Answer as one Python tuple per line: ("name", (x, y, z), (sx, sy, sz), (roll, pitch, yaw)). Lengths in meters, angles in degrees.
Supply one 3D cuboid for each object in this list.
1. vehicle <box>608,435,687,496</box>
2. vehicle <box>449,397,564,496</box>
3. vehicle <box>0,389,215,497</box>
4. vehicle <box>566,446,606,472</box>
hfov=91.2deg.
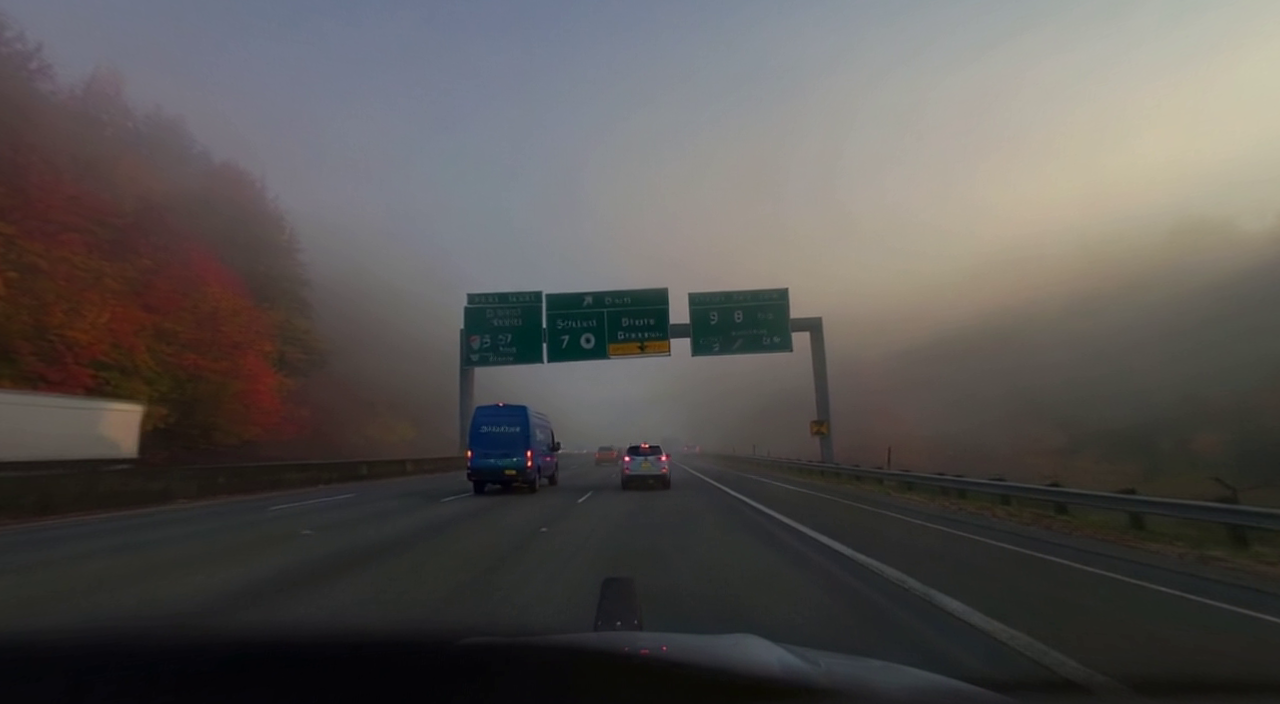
("vehicle", (0.265, 3.484, 19.559), (2.195, 1.679, 4.070), (-1, -9, 1))
("vehicle", (-4.015, 3.031, 20.125), (2.275, 2.692, 5.810), (0, -9, 1))
("vehicle", (-25.614, 4.092, 28.134), (2.906, 4.059, 14.158), (0, -8, 1))
("vehicle", (-3.319, 6.682, 39.230), (2.015, 1.496, 4.312), (0, -9, 1))
